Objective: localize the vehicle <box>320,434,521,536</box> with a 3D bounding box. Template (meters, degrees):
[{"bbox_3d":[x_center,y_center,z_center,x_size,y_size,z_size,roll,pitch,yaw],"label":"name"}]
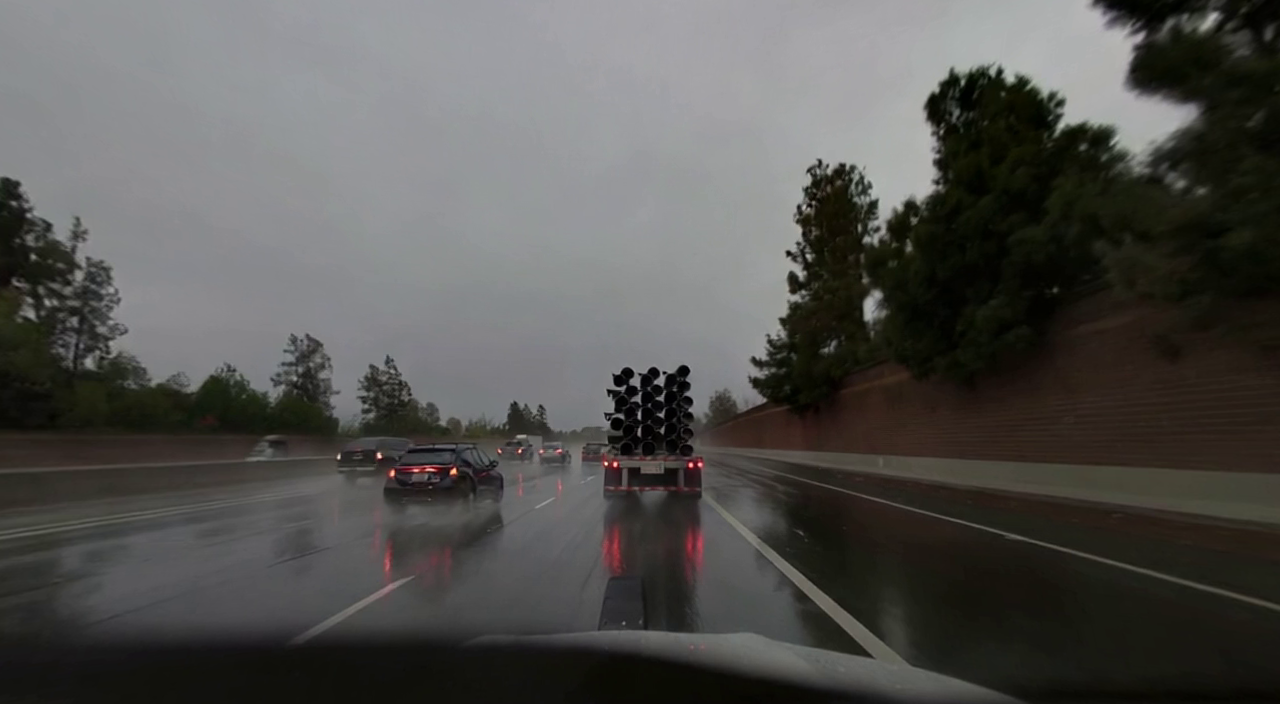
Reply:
[{"bbox_3d":[-3.647,2.284,11.555,1.974,1.475,4.538,0,-8,1],"label":"vehicle"}]

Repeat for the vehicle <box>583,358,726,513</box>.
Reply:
[{"bbox_3d":[0.355,2.259,16.749,2.798,3.071,8.412,0,-8,1],"label":"vehicle"}]

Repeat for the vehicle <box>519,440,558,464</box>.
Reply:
[{"bbox_3d":[-7.155,7.116,44.959,1.965,1.627,4.288,0,-8,1],"label":"vehicle"}]
